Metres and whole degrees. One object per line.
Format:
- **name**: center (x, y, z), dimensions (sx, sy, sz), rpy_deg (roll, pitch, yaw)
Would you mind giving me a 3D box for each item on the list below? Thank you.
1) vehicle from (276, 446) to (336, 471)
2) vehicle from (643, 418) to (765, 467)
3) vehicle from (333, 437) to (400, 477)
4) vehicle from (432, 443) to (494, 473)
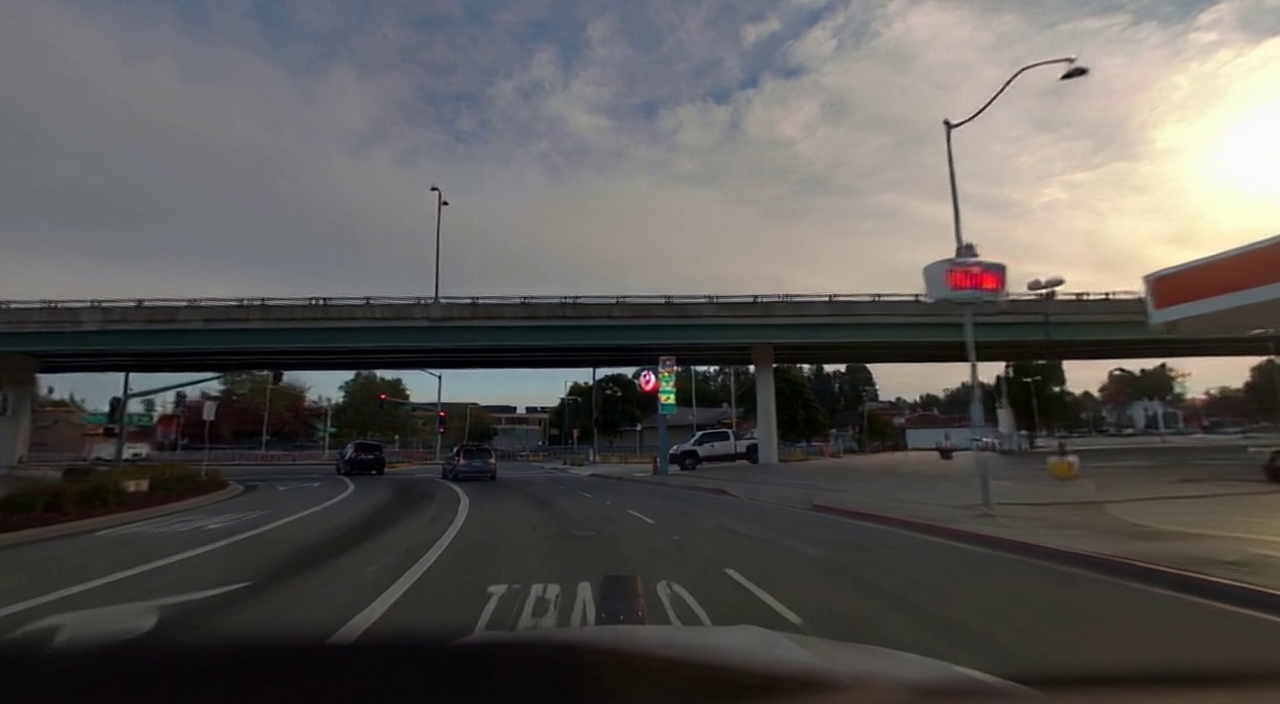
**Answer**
- **vehicle**: center (-23.265, 7.375, 43.845), dimensions (4.546, 1.650, 1.940), rpy_deg (-7, -11, 39)
- **vehicle**: center (4.288, 6.223, 43.135), dimensions (7.741, 3.106, 2.906), rpy_deg (-5, -10, 30)
- **vehicle**: center (-15.106, 5.740, 34.594), dimensions (2.254, 2.006, 4.766), rpy_deg (7, -11, -36)
- **vehicle**: center (-11.618, 6.880, 41.122), dimensions (2.202, 1.822, 4.826), rpy_deg (7, -11, -37)
